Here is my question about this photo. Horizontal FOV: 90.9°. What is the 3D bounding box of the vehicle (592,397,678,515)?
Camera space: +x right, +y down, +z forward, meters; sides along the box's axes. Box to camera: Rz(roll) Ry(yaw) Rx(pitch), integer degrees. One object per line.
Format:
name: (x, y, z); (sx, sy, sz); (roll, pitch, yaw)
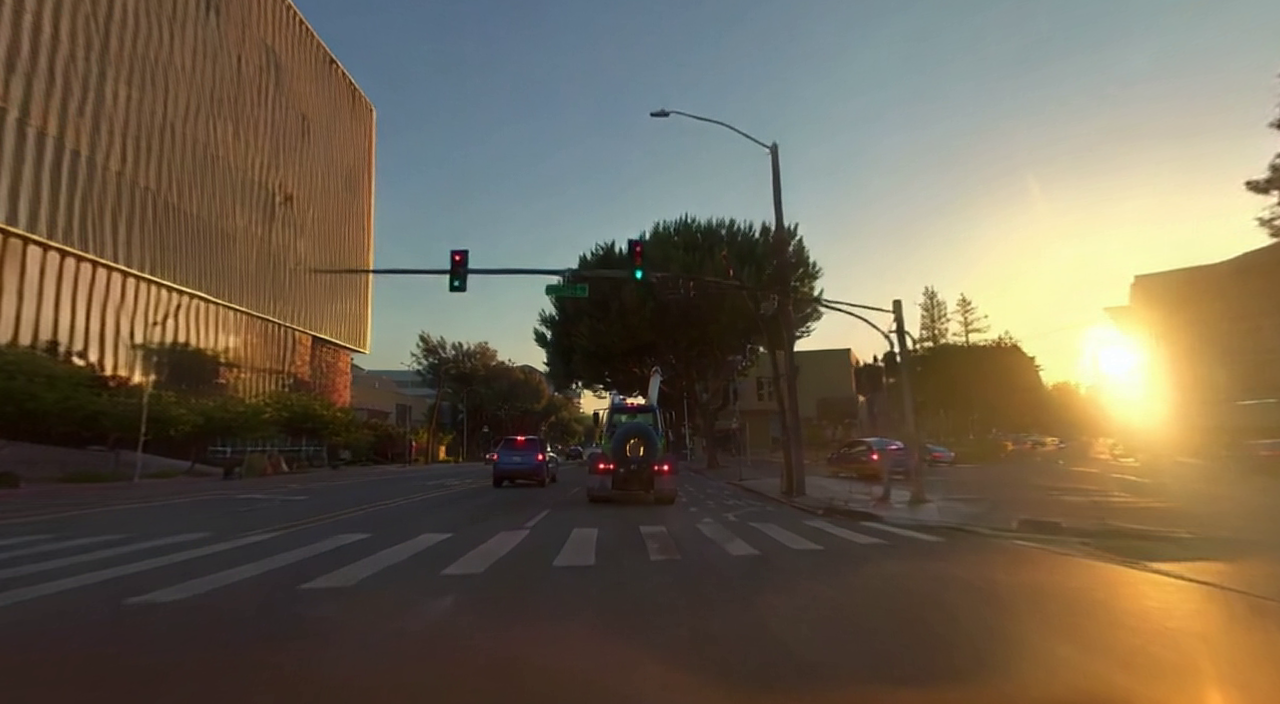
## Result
vehicle: (-0.306, 3.905, 24.359); (2.552, 3.461, 11.044); (1, -8, -2)

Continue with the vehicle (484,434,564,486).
vehicle: (-4.024, 3.827, 22.621); (2.081, 1.688, 4.235); (0, -9, 0)

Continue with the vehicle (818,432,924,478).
vehicle: (9.910, 4.467, 27.572); (2.186, 1.783, 4.716); (2, -9, -11)
